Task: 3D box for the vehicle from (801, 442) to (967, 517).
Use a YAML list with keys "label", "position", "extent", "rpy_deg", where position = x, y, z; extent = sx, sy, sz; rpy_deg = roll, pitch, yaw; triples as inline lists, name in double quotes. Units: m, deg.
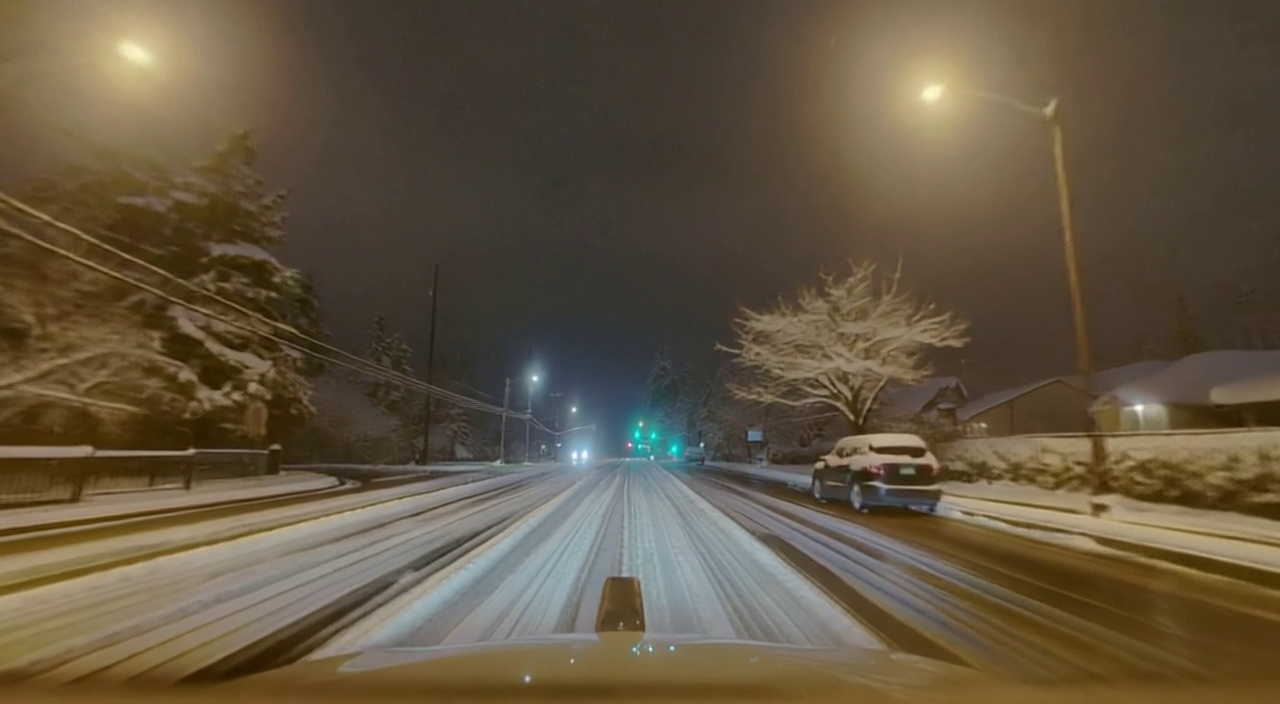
- label: "vehicle"
  position: [5.974, 3.185, 16.294]
  extent: [2.282, 1.566, 4.705]
  rpy_deg: [-1, -9, -1]
